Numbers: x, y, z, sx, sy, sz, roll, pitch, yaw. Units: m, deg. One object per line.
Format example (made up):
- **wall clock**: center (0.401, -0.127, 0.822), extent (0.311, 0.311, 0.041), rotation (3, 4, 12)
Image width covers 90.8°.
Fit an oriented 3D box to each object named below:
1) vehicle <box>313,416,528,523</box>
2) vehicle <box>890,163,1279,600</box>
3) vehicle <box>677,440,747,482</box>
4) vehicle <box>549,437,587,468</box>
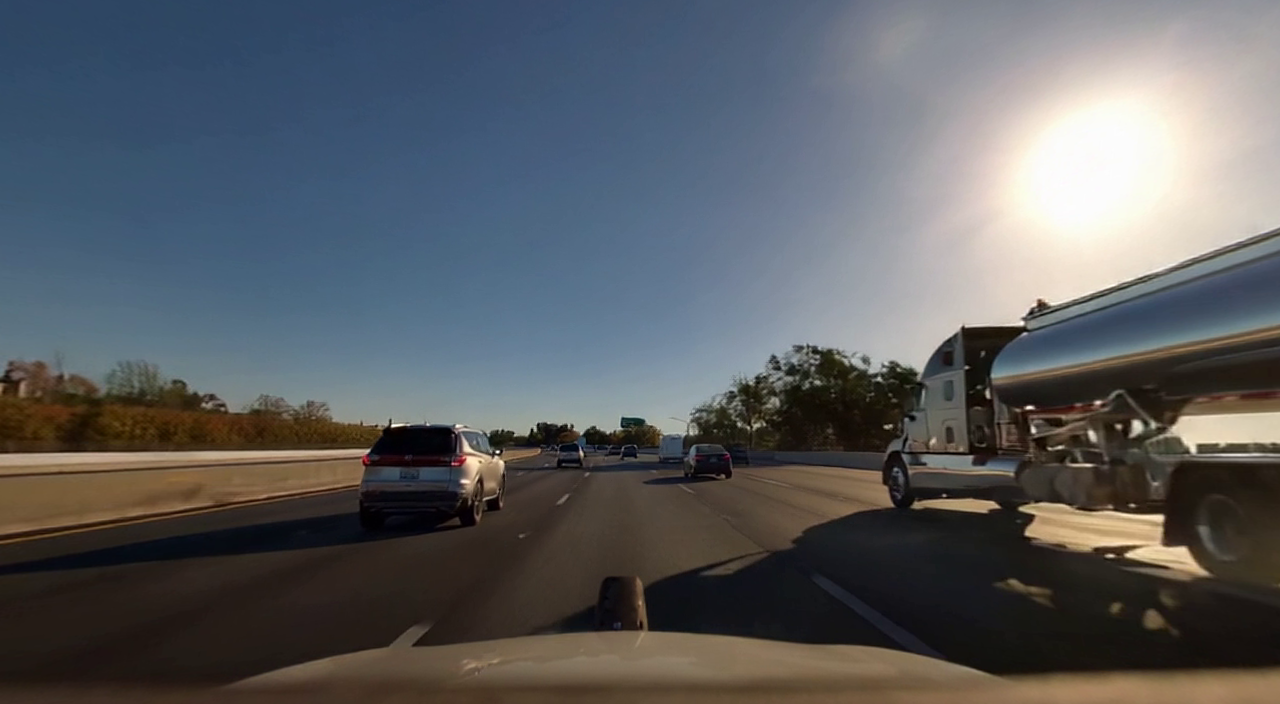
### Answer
- **vehicle**: center (-4.328, 2.479, 13.925), extent (2.684, 1.839, 5.803), rotation (0, -8, 0)
- **vehicle**: center (7.381, 0.565, 7.647), extent (3.548, 3.827, 11.870), rotation (0, -9, -2)
- **vehicle**: center (2.786, 4.362, 25.537), extent (2.053, 1.510, 4.400), rotation (0, -9, -3)
- **vehicle**: center (-4.634, 6.507, 41.039), extent (2.149, 1.843, 4.348), rotation (0, -9, -3)
